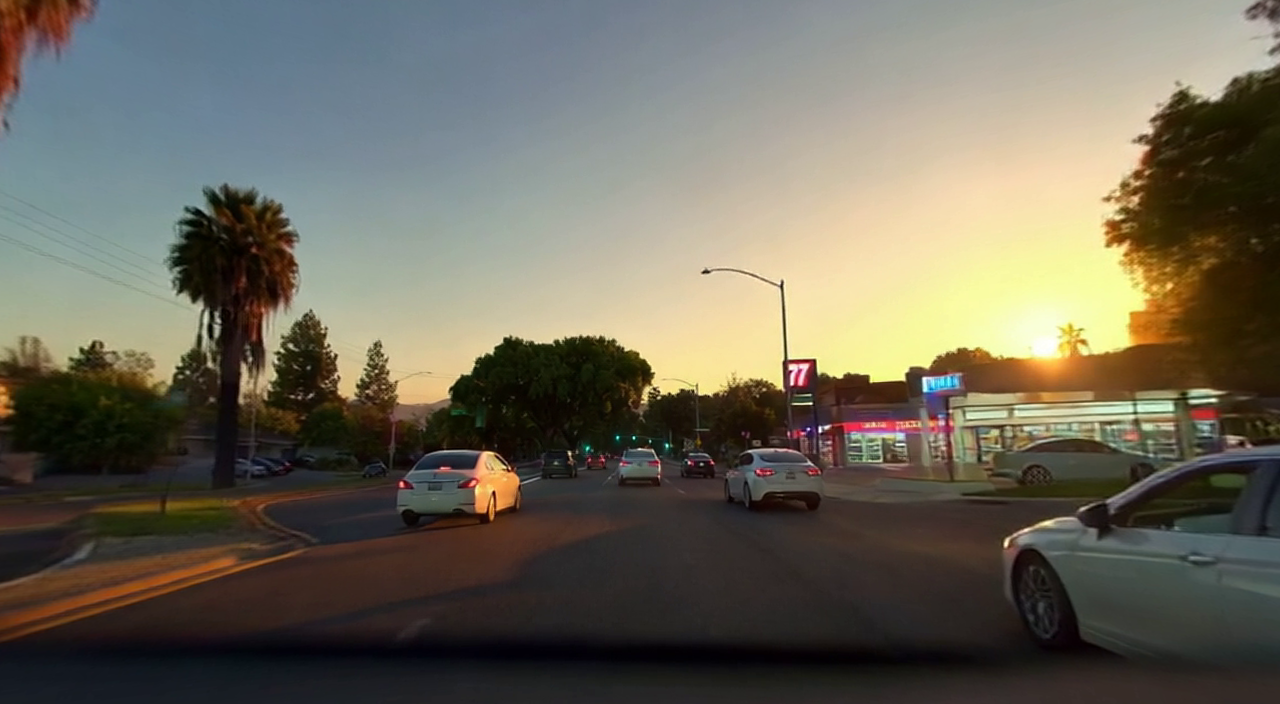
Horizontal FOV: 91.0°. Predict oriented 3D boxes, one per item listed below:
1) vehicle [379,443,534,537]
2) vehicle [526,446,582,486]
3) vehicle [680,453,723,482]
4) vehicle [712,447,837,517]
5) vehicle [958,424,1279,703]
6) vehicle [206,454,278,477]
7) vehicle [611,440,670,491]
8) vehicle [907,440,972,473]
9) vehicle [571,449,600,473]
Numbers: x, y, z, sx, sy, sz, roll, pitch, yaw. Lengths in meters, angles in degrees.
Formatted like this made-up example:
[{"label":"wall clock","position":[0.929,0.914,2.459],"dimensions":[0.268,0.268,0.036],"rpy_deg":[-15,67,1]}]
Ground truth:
[{"label":"vehicle","position":[-3.341,2.549,12.374],"dimensions":[1.864,1.505,4.202],"rpy_deg":[0,-8,-1]},{"label":"vehicle","position":[-3.846,5.177,28.955],"dimensions":[1.932,1.695,4.235],"rpy_deg":[0,-8,0]},{"label":"vehicle","position":[3.400,6.453,35.534],"dimensions":[1.880,1.476,3.932],"rpy_deg":[0,-8,-2]},{"label":"vehicle","position":[3.157,3.141,15.850],"dimensions":[1.977,1.480,4.589],"rpy_deg":[0,-8,-2]},{"label":"vehicle","position":[3.660,1.097,3.082],"dimensions":[1.867,1.448,4.436],"rpy_deg":[0,-8,0]},{"label":"vehicle","position":[-30.428,8.698,48.194],"dimensions":[4.123,1.648,2.053],"rpy_deg":[0,-8,0]},{"label":"vehicle","position":[-0.009,4.540,25.550],"dimensions":[2.164,1.867,4.254],"rpy_deg":[0,-8,-1]},{"label":"vehicle","position":[18.221,6.361,38.538],"dimensions":[1.905,1.833,4.347],"rpy_deg":[0,-8,2]},{"label":"vehicle","position":[-4.088,8.250,47.669],"dimensions":[1.871,1.673,3.920],"rpy_deg":[0,-8,0]}]
